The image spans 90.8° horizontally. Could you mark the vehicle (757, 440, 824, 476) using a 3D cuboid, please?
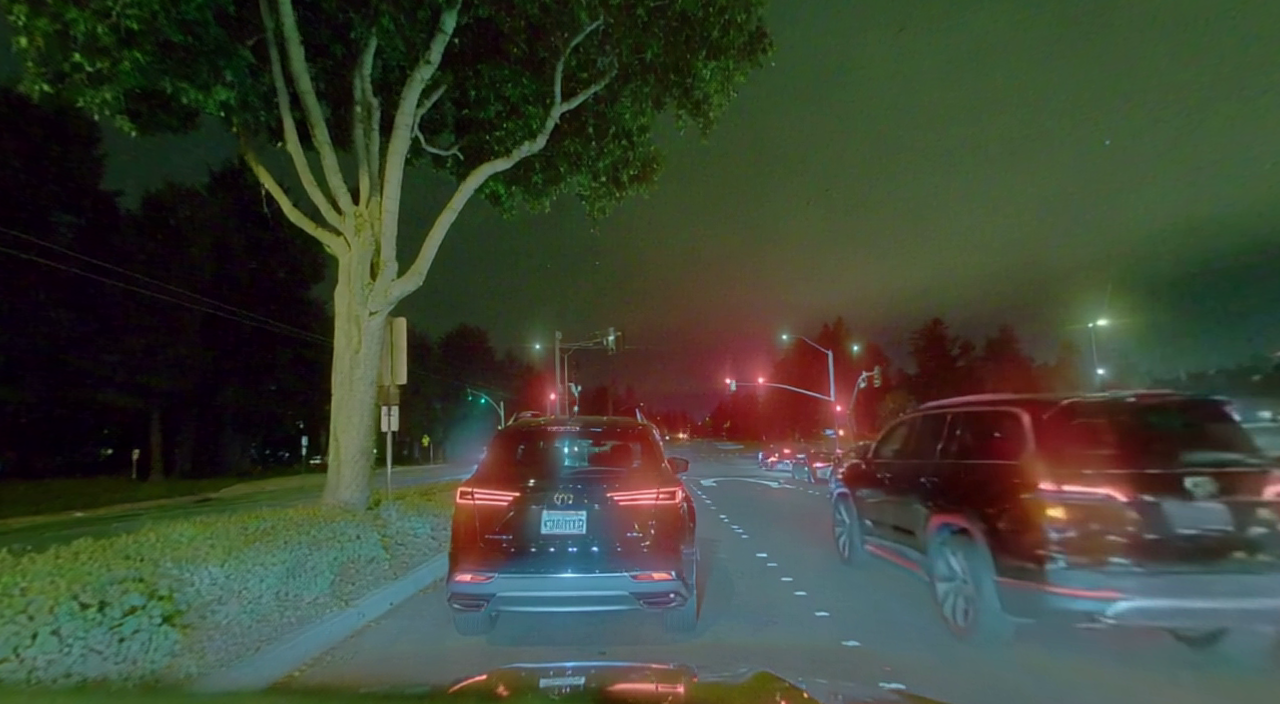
[{"bbox_3d":[6.706,4.757,28.660,1.917,1.489,4.625,0,-9,0],"label":"vehicle"}]

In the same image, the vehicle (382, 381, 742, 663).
[{"bbox_3d":[-0.422,1.353,6.083,2.201,1.709,4.271,0,-9,2],"label":"vehicle"}]

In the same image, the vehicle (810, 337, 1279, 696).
[{"bbox_3d":[3.402,1.222,5.868,2.200,1.909,4.853,0,-9,-1],"label":"vehicle"}]
